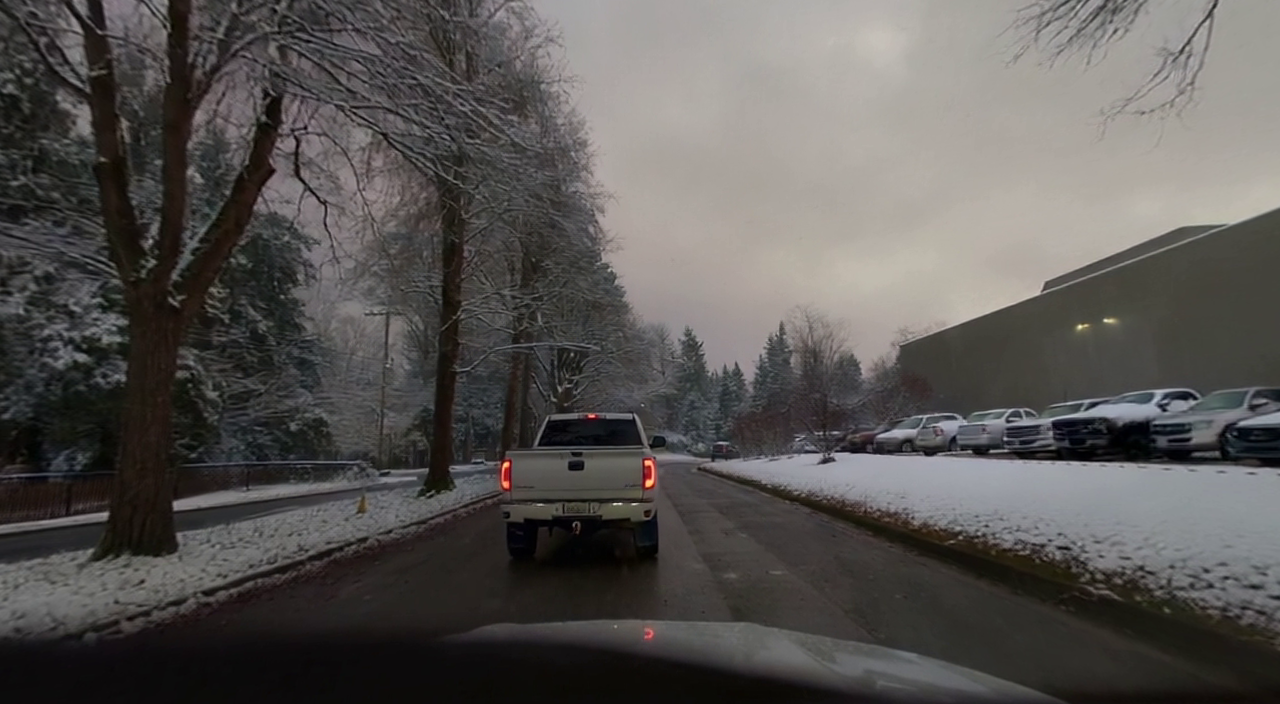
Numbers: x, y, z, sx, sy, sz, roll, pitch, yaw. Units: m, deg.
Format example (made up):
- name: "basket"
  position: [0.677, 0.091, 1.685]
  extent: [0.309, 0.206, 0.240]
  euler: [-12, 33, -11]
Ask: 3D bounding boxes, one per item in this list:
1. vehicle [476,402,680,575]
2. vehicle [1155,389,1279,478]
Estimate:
- name: "vehicle"
  position: [-0.607, 1.827, 9.278]
  extent: [2.157, 1.816, 5.039]
  euler: [0, -9, 1]
- name: "vehicle"
  position: [11.890, 1.383, 10.844]
  extent: [4.298, 1.392, 1.944]
  euler: [-1, -8, 2]
